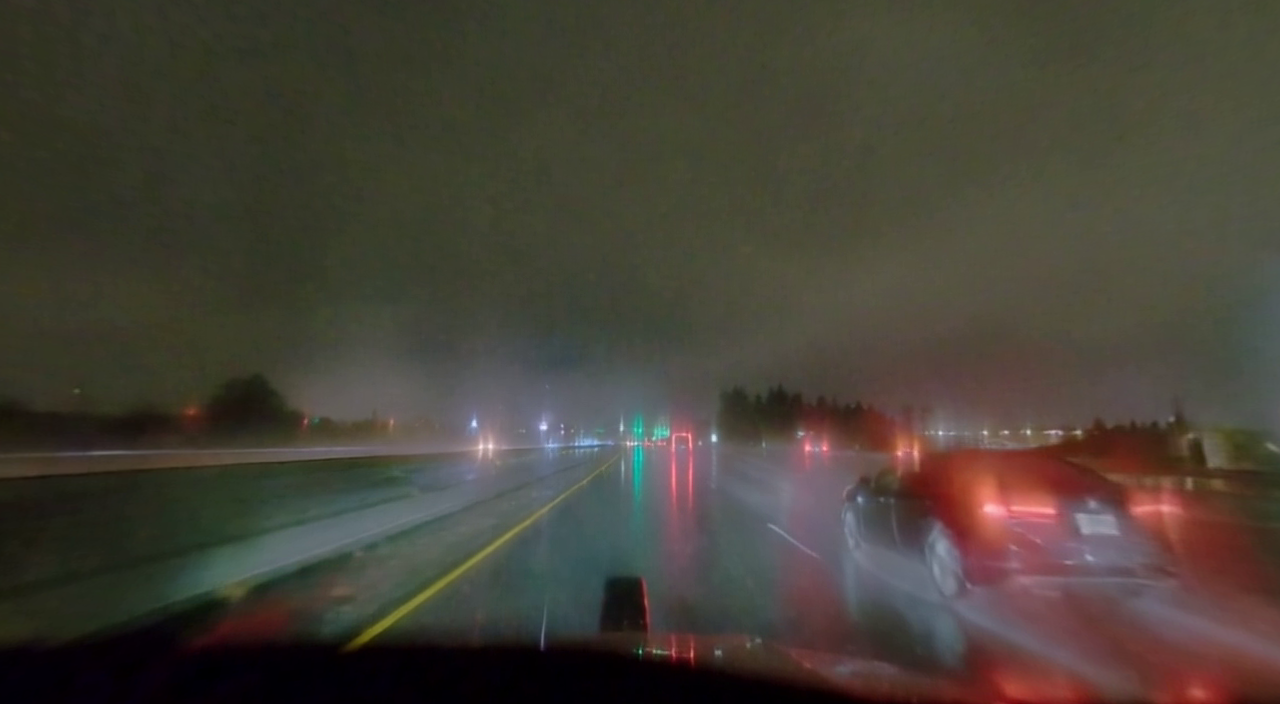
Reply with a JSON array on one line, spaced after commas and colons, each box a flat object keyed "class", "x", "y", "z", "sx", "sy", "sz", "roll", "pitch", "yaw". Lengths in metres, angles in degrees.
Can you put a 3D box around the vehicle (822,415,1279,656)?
[{"class": "vehicle", "x": 3.510, "y": 1.466, "z": 6.224, "sx": 2.091, "sy": 1.482, "sz": 4.522, "roll": 0, "pitch": -8, "yaw": 0}]
